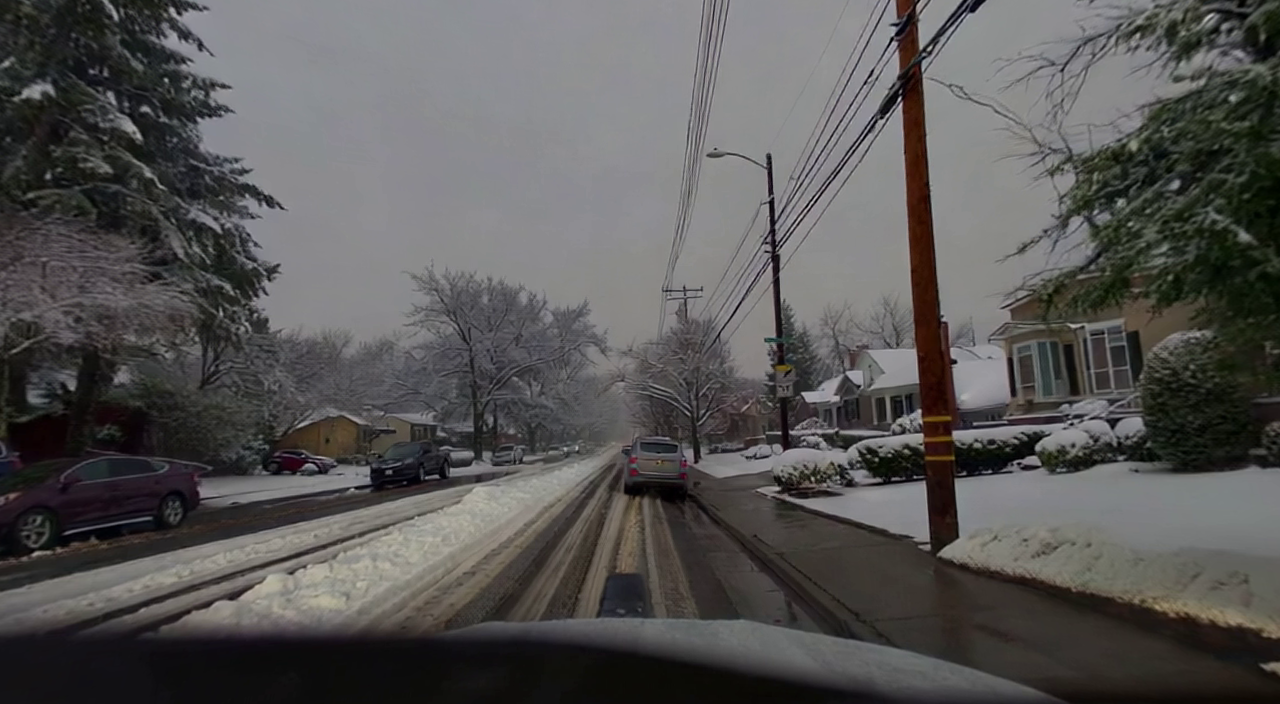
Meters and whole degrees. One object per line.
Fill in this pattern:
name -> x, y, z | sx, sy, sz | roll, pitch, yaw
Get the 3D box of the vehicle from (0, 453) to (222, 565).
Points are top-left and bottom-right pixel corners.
vehicle -> -9.497, 2.424, 10.454 | 1.968, 1.449, 4.502 | 0, -8, 2

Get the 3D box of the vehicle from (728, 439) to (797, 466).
vehicle -> 7.855, 6.496, 40.773 | 4.075, 1.674, 1.811 | 0, -8, 0

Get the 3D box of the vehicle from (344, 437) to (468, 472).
vehicle -> -14.015, 6.183, 38.114 | 6.488, 2.009, 2.354 | 0, -8, 1

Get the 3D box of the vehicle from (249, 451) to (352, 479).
vehicle -> -18.205, 6.082, 33.995 | 4.481, 1.420, 1.712 | 1, -9, -3

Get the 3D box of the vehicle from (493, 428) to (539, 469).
vehicle -> -9.440, 7.422, 48.585 | 2.199, 2.902, 5.848 | 0, -8, 1

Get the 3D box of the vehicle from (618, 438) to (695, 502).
vehicle -> 0.474, 3.191, 17.382 | 1.908, 1.572, 3.105 | 0, -8, 3
